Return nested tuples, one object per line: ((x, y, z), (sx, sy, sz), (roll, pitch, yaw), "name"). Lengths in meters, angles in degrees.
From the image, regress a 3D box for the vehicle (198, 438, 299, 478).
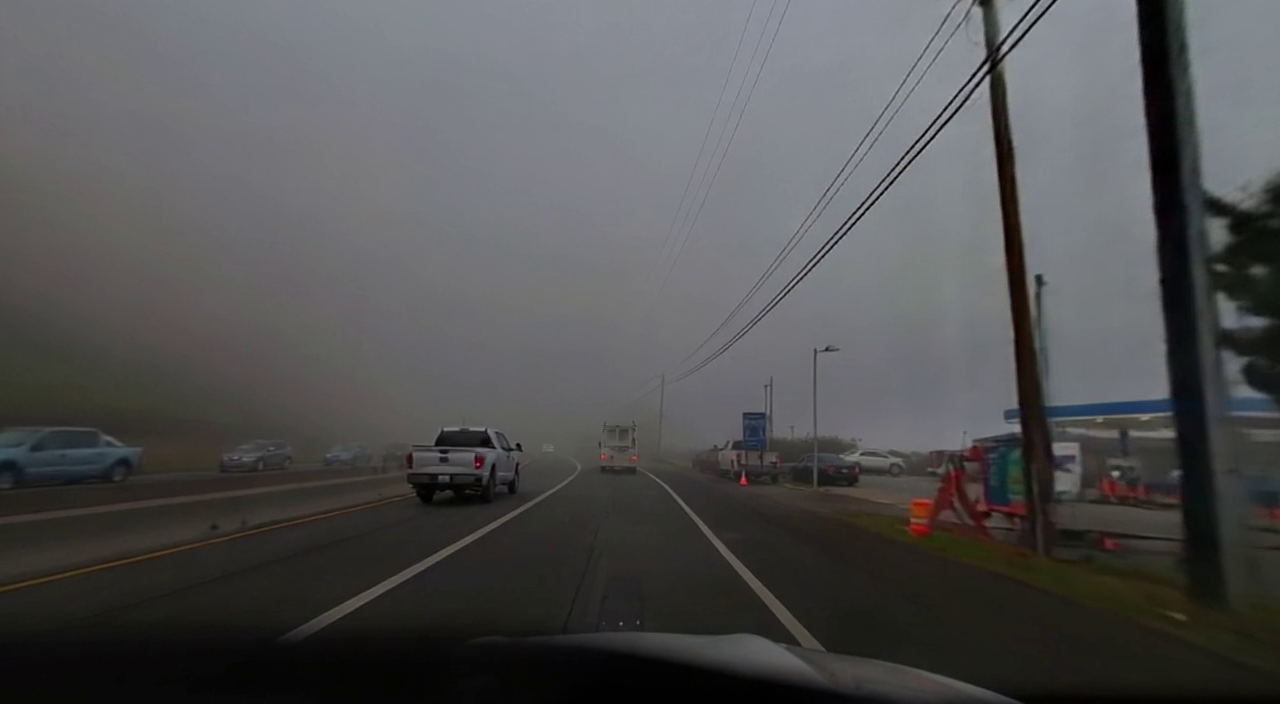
((-17.873, 4.851, 29.116), (1.972, 1.677, 4.443), (0, -9, -4), "vehicle")

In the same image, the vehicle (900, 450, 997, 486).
((16.680, 6.264, 34.460), (1.986, 1.771, 4.809), (2, -9, -15), "vehicle")

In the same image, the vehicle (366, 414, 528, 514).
((-4.423, 2.706, 15.750), (2.345, 2.012, 5.693), (0, -9, -1), "vehicle")

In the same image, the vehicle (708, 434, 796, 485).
((5.240, 5.188, 30.943), (2.706, 2.199, 6.527), (1, -9, -4), "vehicle")

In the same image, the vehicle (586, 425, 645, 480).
((-1.213, 4.668, 29.491), (2.486, 2.280, 5.291), (0, -9, -3), "vehicle")

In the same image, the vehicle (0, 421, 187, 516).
((-13.180, 2.554, 14.249), (2.136, 1.787, 5.145), (0, -9, -1), "vehicle")

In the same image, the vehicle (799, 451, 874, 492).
((8.705, 5.314, 28.408), (1.933, 1.480, 4.249), (2, -7, -2), "vehicle")
